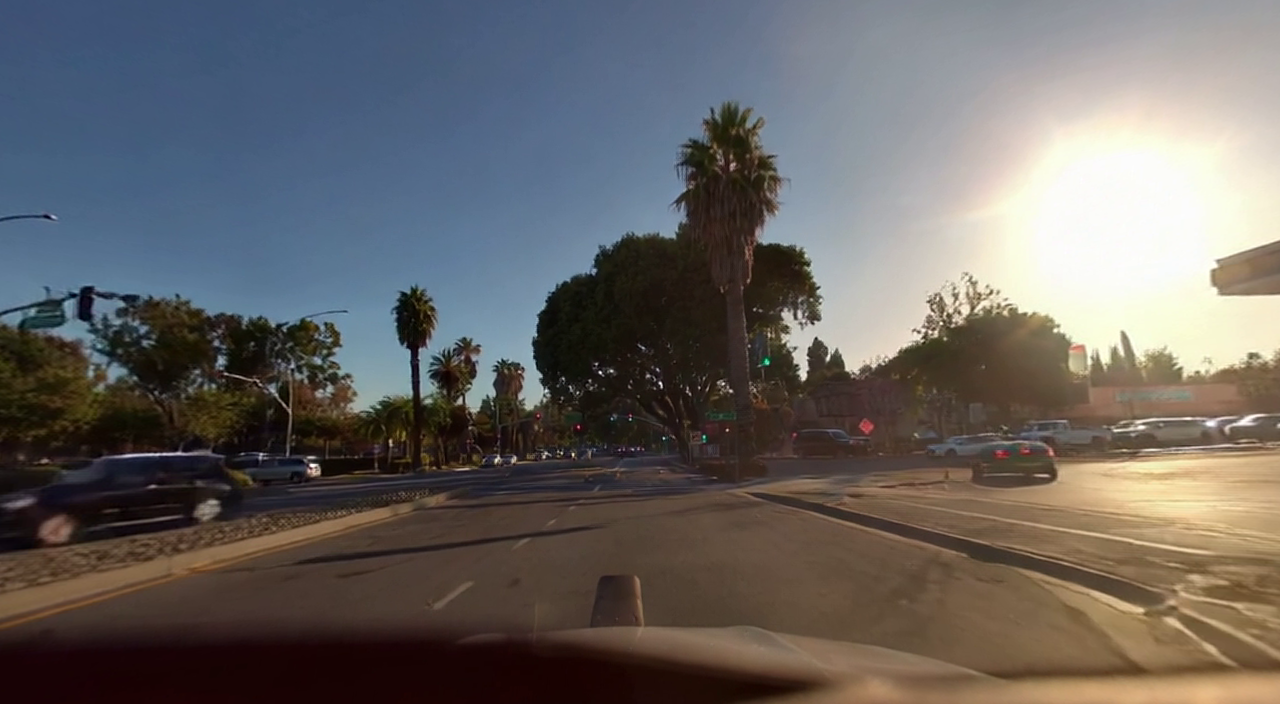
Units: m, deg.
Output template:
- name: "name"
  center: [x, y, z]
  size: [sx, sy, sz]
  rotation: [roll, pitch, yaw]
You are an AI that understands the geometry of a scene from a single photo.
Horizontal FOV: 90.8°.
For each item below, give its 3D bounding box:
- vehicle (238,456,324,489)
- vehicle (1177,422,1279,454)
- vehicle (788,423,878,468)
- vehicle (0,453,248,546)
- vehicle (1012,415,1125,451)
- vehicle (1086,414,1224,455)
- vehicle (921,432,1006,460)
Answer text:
- name: "vehicle"
  center: [-25.865, 8.657, 45.640]
  size: [5.056, 1.839, 1.957]
  rotation: [-4, -6, -2]
- name: "vehicle"
  center: [30.372, 4.388, 32.129]
  size: [4.286, 1.519, 2.070]
  rotation: [-1, -9, -4]
- name: "vehicle"
  center: [13.299, 6.647, 44.693]
  size: [2.944, 2.783, 10.332]
  rotation: [0, -9, -1]
- name: "vehicle"
  center: [-11.022, 2.888, 13.183]
  size: [1.920, 1.496, 4.763]
  rotation: [-2, -9, 14]
- name: "vehicle"
  center: [28.928, 5.519, 42.806]
  size: [5.625, 2.303, 2.592]
  rotation: [0, -9, 2]
- name: "vehicle"
  center: [30.197, 4.890, 37.195]
  size: [6.052, 2.171, 2.511]
  rotation: [-1, -9, -5]
- name: "vehicle"
  center: [21.628, 6.302, 42.322]
  size: [4.578, 1.756, 2.042]
  rotation: [1, -9, -5]
